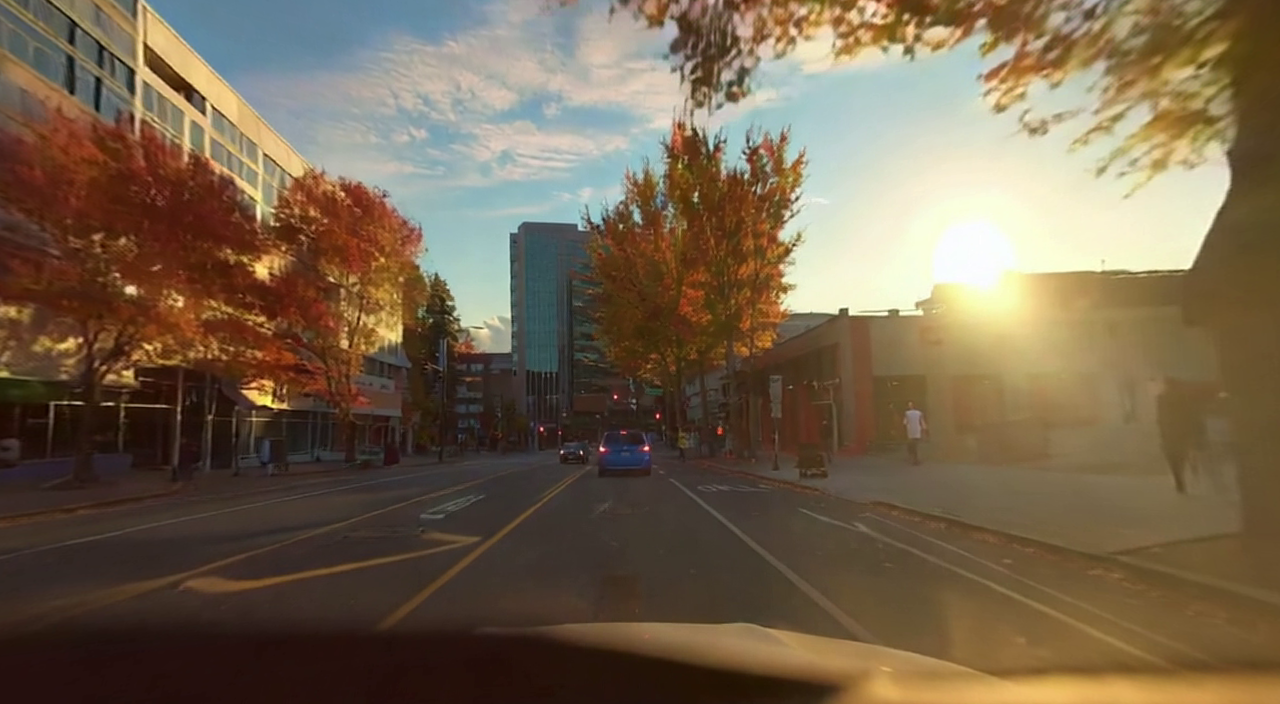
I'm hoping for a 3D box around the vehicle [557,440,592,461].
[{"bbox_3d":[-4.632,6.975,44.816,2.096,1.415,4.515,0,-8,-1],"label":"vehicle"}]

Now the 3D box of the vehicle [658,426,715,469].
[{"bbox_3d":[2.204,4.712,31.282,2.147,1.968,4.478,1,-8,-5],"label":"vehicle"}]

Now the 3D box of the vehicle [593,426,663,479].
[{"bbox_3d":[-0.460,3.578,22.772,2.274,1.736,4.083,0,-8,-2],"label":"vehicle"}]
